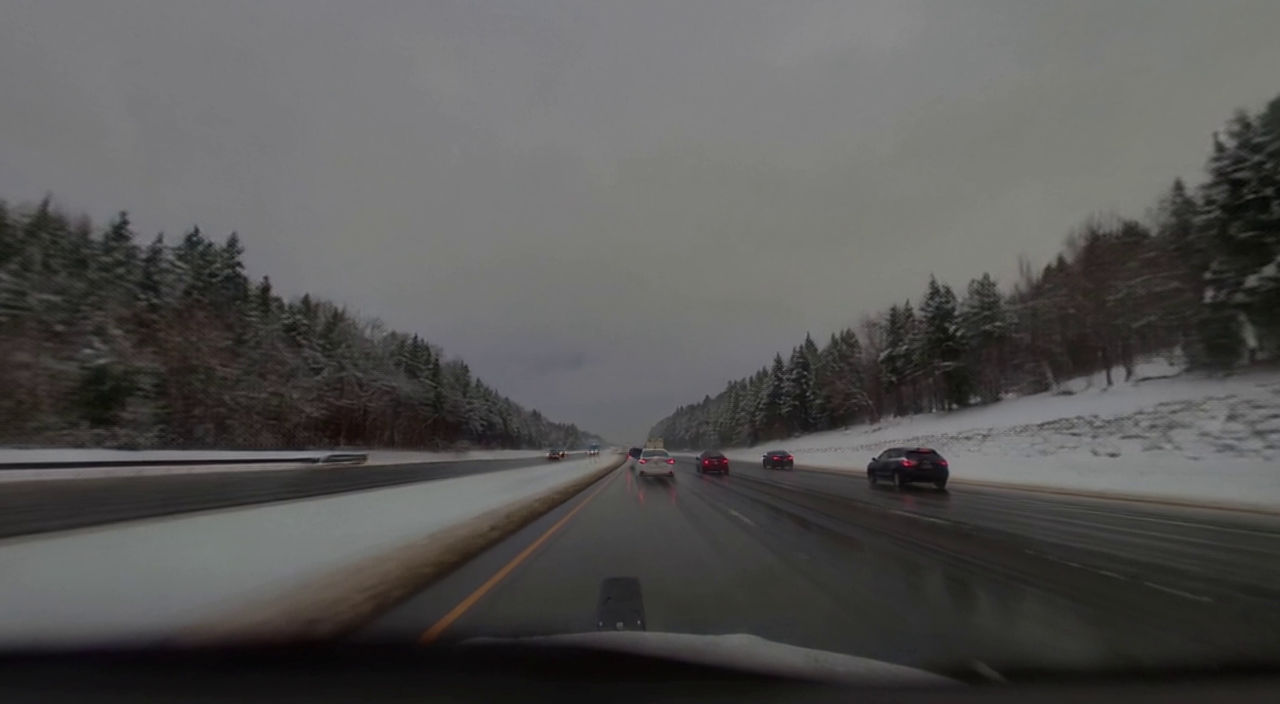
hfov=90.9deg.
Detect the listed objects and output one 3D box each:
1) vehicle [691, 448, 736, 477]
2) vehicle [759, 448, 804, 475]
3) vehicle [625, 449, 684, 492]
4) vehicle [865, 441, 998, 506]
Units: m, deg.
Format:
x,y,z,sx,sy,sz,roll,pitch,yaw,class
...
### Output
x,y,z,sx,sy,sz,roll,pitch,yaw,class
4.162,6.325,36.250,1.981,1.518,4.029,0,-9,-1,vehicle
8.936,6.903,40.023,1.957,1.594,3.632,0,-9,-1,vehicle
0.511,4.372,23.587,2.020,1.426,3.702,0,-9,0,vehicle
7.891,3.303,17.509,1.847,1.554,3.752,0,-9,-1,vehicle
